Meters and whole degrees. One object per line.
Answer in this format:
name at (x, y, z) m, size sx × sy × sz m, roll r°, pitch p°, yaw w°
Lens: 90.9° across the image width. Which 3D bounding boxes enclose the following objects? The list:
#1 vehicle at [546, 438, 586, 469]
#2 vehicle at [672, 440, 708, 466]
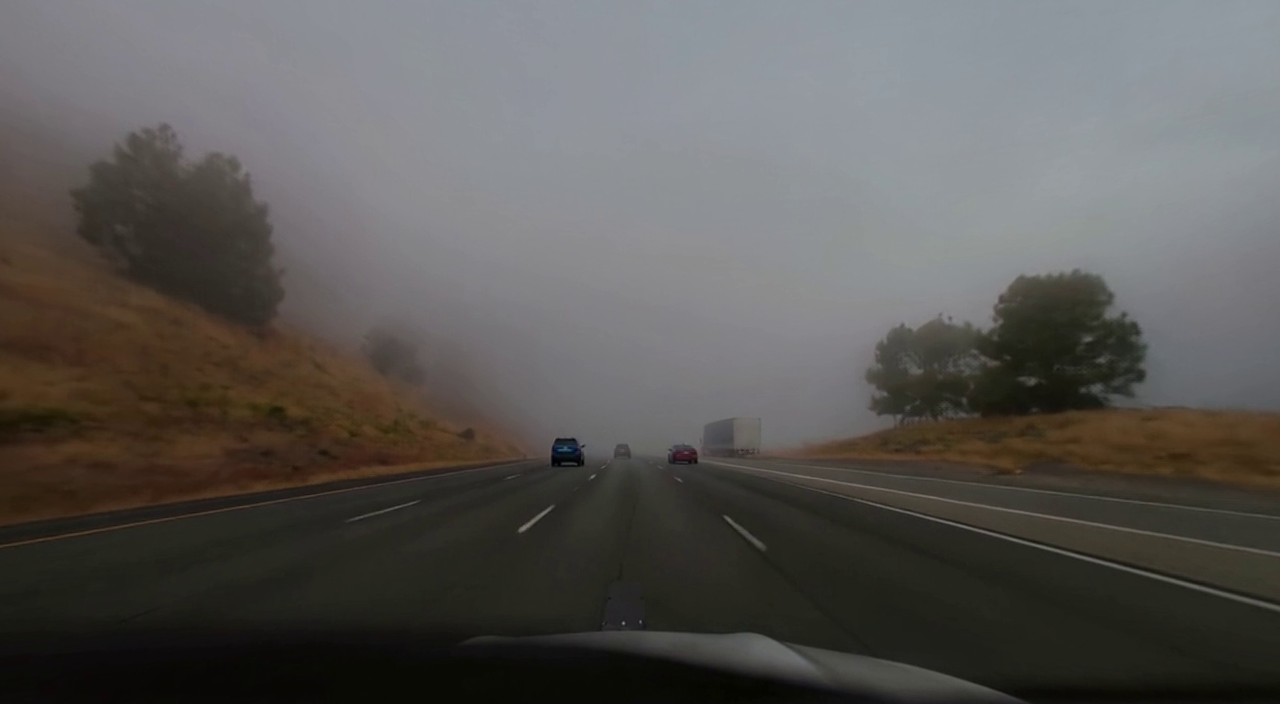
vehicle at (-4.750, 6.557, 41.026) m, size 2.120 × 1.855 × 4.619 m, roll 0°, pitch -8°, yaw -1°
vehicle at (3.363, 6.879, 43.103) m, size 1.995 × 1.712 × 4.206 m, roll 0°, pitch -8°, yaw -2°
